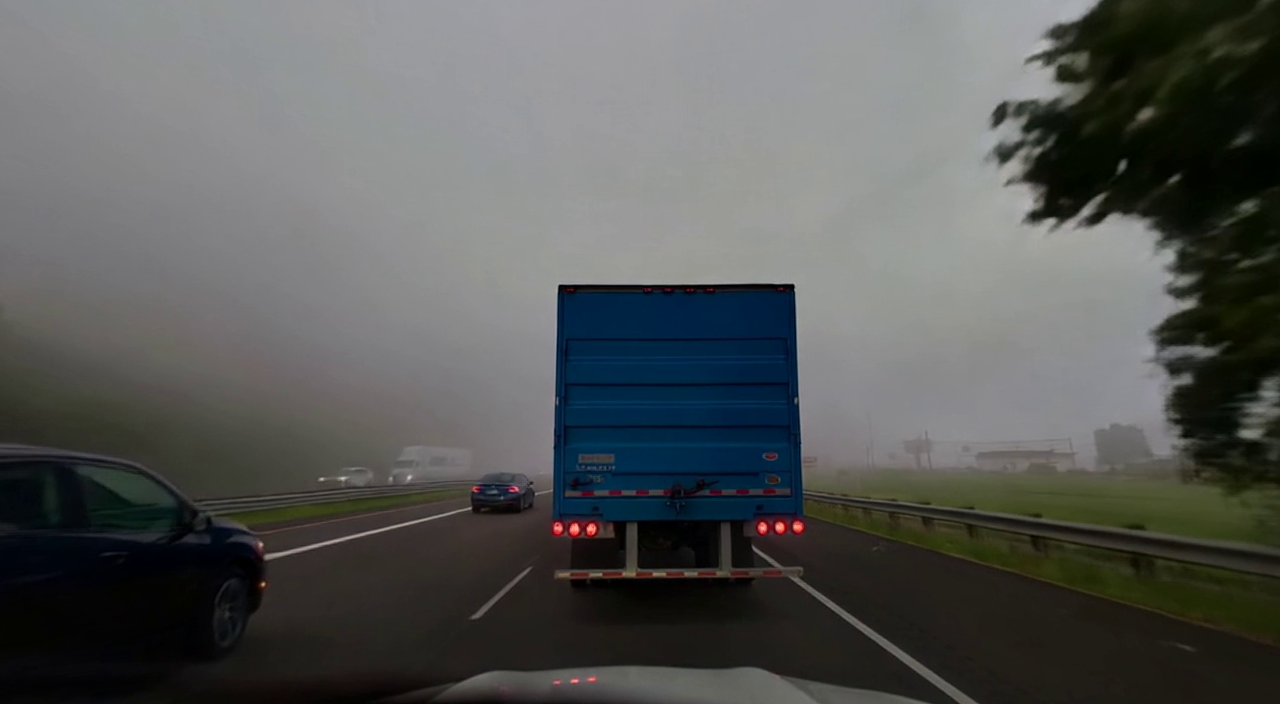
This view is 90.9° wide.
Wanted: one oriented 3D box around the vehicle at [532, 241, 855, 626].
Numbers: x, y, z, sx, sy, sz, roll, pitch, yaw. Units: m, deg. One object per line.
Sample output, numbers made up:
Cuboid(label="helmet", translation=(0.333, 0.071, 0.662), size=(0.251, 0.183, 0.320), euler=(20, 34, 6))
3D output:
Cuboid(label="vehicle", translation=(0.629, 1.443, 10.138), size=(2.831, 3.529, 8.689), euler=(0, -11, 2))

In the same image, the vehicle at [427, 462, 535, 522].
Cuboid(label="vehicle", translation=(-4.443, 3.995, 18.363), size=(1.891, 1.469, 4.431), euler=(0, -11, 1))

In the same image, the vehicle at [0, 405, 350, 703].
Cuboid(label="vehicle", translation=(-3.923, 1.185, 3.702), size=(1.983, 1.575, 4.973), euler=(0, -11, 1))
